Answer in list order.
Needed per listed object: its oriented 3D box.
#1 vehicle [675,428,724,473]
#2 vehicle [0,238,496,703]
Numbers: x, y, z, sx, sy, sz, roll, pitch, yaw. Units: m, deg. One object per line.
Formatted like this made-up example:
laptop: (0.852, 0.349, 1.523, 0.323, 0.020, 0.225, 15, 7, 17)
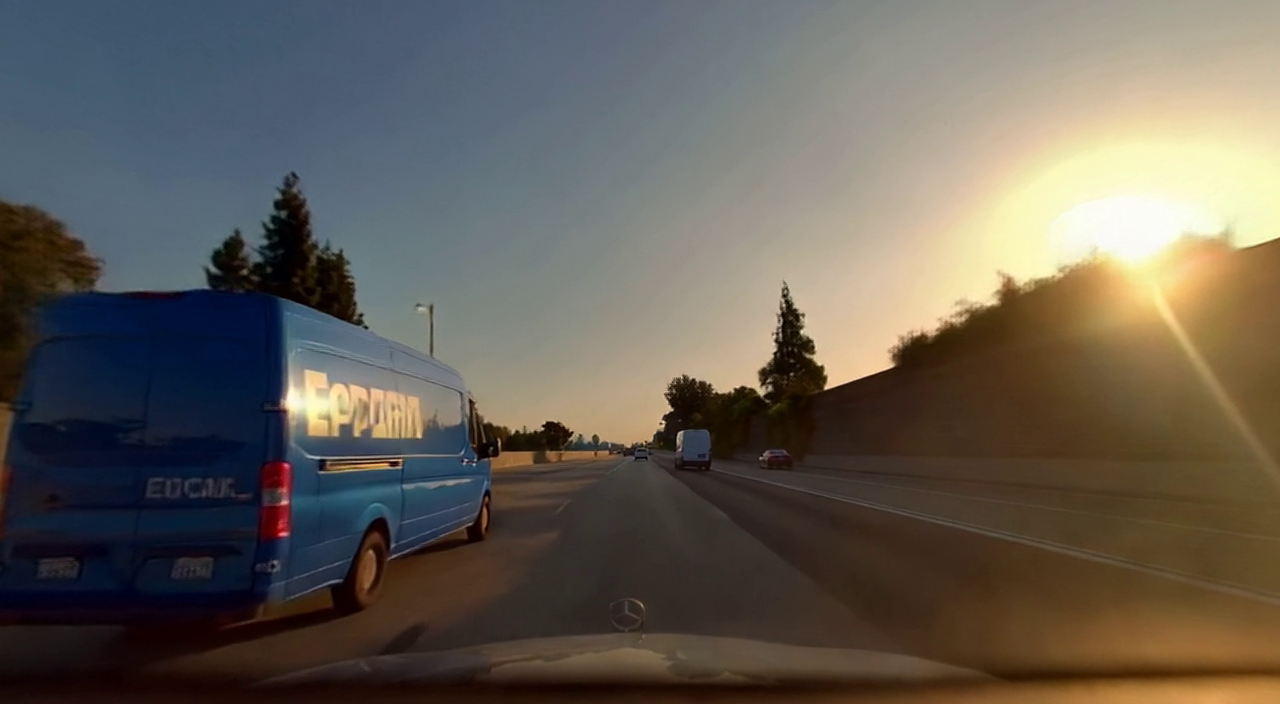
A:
vehicle: (3.648, 6.245, 39.961, 2.373, 2.561, 5.922, 0, -9, -1)
vehicle: (-3.449, 1.096, 6.460, 2.409, 2.523, 6.275, 0, -9, 0)
